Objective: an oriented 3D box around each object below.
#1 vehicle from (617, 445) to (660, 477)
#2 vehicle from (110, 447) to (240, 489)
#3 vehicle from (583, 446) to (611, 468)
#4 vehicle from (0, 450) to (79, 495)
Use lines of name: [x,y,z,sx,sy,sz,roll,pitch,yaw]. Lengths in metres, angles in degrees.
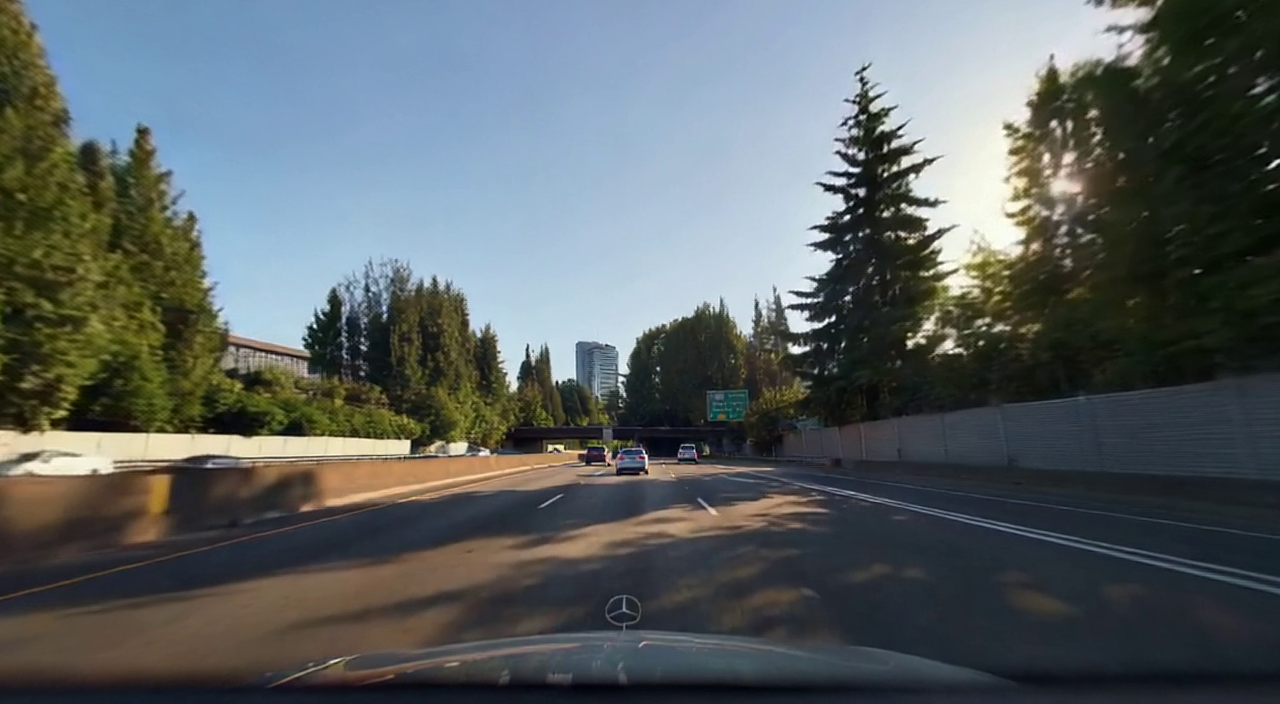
vehicle: [-0.069,5.453,31.713,2.035,1.513,4.272,0,-9,0]
vehicle: [-17.635,4.385,24.180,1.816,1.444,3.962,-1,-9,2]
vehicle: [-3.234,7.964,47.996,1.874,1.555,3.487,0,-9,0]
vehicle: [-21.469,4.027,21.164,1.760,1.408,3.672,-1,-9,2]
